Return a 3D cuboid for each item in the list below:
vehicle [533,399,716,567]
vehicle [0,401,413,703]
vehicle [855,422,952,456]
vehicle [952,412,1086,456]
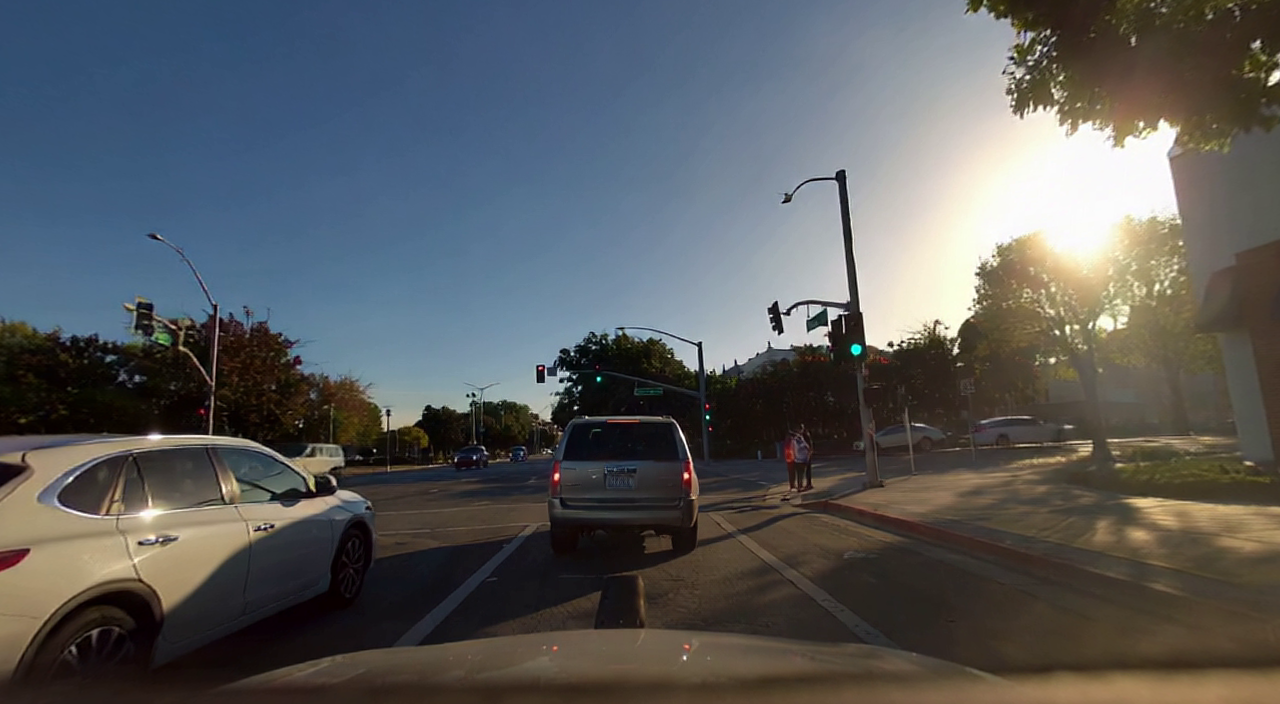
[{"bbox_3d":[-0.184,1.793,9.332,2.059,1.877,4.249,0,-8,0],"label":"vehicle"},{"bbox_3d":[-3.374,1.258,4.546,2.011,1.527,4.008,0,-8,-1],"label":"vehicle"},{"bbox_3d":[15.003,4.966,35.992,4.872,1.806,2.107,3,-9,-20],"label":"vehicle"},{"bbox_3d":[17.973,3.899,30.064,5.215,1.967,2.392,2,-9,-15],"label":"vehicle"}]
